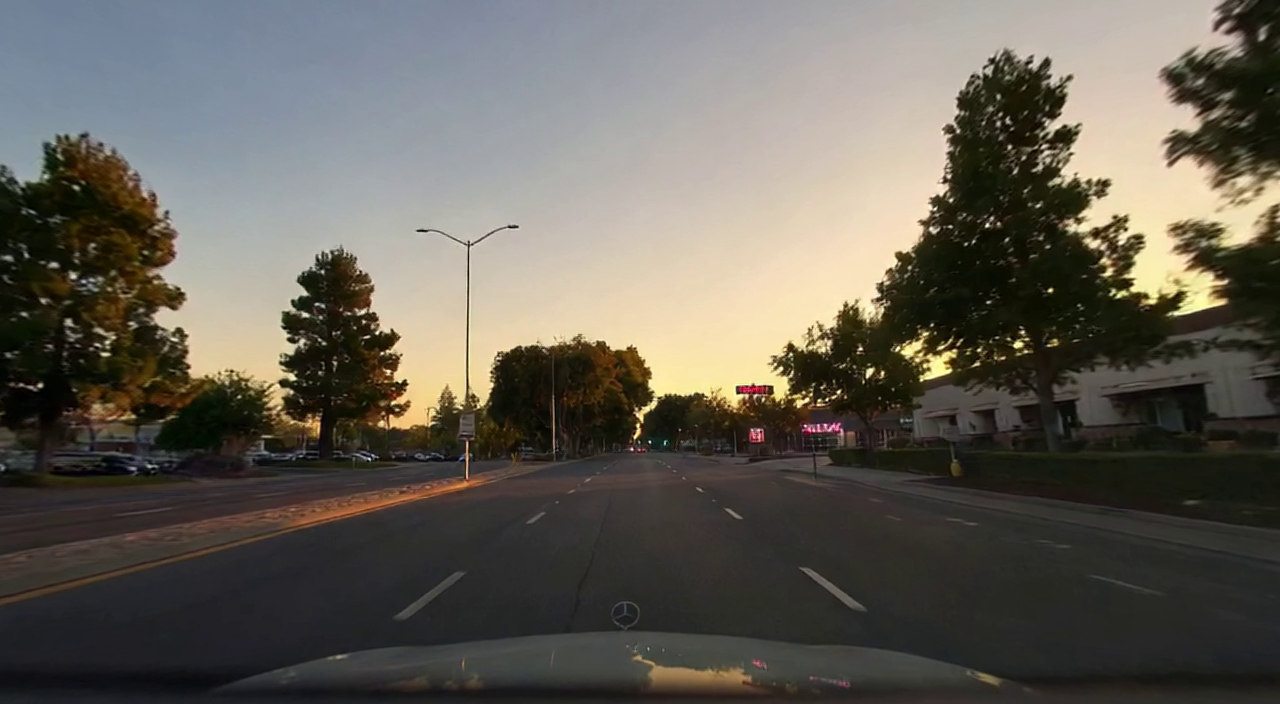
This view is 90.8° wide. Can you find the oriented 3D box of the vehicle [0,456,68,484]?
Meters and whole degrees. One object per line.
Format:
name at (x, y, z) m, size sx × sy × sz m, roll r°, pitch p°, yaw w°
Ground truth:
vehicle at (-34.233, 6.394, 34.352) m, size 4.407 × 1.434 × 1.814 m, roll 0°, pitch -8°, yaw 0°
